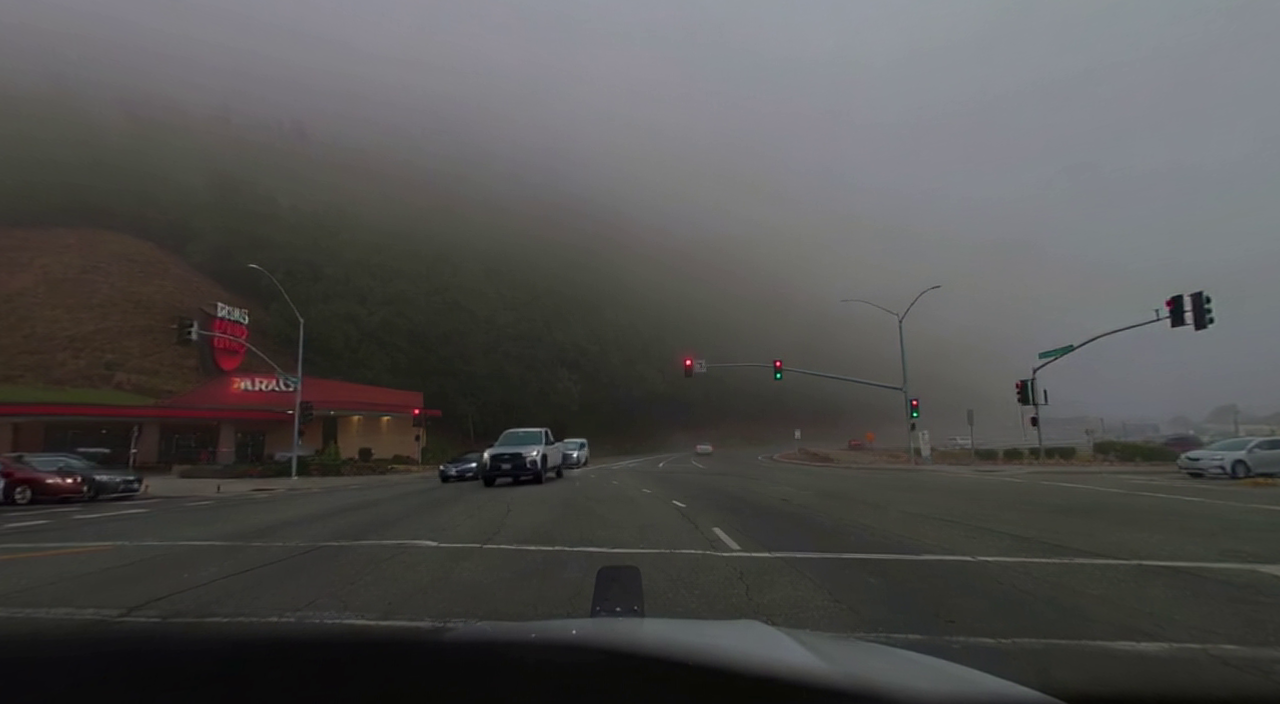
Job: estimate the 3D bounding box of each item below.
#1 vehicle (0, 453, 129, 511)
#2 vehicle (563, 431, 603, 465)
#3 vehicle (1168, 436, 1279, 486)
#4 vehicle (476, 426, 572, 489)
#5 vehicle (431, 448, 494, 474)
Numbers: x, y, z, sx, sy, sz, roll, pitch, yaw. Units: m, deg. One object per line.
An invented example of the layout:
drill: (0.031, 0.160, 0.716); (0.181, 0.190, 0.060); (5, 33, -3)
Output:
vehicle: (-19.802, 4.180, 20.528); (4.440, 1.748, 2.033); (0, -9, 1)
vehicle: (-4.190, 7.219, 47.410); (2.318, 2.325, 5.910); (0, -9, 1)
vehicle: (25.051, 4.468, 26.063); (4.546, 1.944, 2.051); (1, -9, -5)
vehicle: (-4.392, 4.130, 24.957); (2.662, 2.197, 5.454); (0, -9, 1)
vehicle: (-12.477, 7.660, 44.603); (2.069, 1.706, 4.336); (-3, -9, 20)
